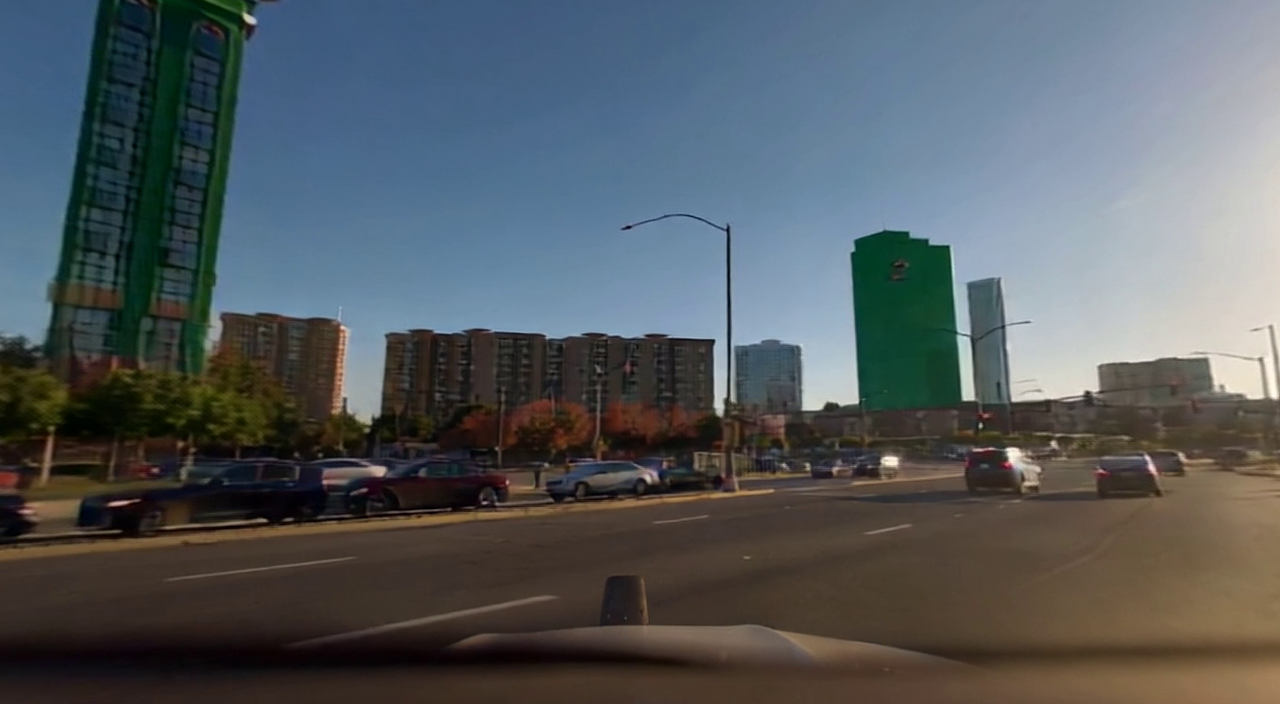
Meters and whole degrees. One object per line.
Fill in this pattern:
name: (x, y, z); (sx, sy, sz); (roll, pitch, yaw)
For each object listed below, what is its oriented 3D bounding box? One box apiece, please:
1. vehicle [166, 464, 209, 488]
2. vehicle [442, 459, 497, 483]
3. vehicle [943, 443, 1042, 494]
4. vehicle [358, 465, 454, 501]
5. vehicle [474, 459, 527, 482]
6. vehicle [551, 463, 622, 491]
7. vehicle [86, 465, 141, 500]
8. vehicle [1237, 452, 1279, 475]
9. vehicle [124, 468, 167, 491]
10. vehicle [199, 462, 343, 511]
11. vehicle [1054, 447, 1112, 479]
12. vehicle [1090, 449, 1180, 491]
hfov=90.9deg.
vehicle: (-33.126, 9.001, 46.095); (1.871, 1.550, 3.951); (8, -12, -44)
vehicle: (-12.097, 8.395, 44.635); (2.133, 1.494, 4.108); (7, -11, -41)
vehicle: (13.262, 4.278, 23.584); (2.031, 1.692, 4.284); (-9, -12, 44)
vehicle: (-12.096, 6.770, 32.777); (1.884, 1.575, 4.215); (-8, -12, 42)
vehicle: (-10.309, 8.708, 46.416); (2.113, 1.502, 3.990); (7, -11, -41)
vehicle: (-3.510, 8.263, 42.018); (1.875, 1.600, 4.604); (-8, -12, 42)
vehicle: (-26.356, 6.449, 31.480); (1.845, 1.509, 3.855); (7, -11, -41)
vehicle: (42.595, 7.612, 43.323); (1.981, 1.449, 4.533); (-8, -11, 41)
vehicle: (-34.680, 8.885, 44.159); (1.914, 1.424, 3.588); (8, -12, -43)
vehicle: (-16.392, 5.920, 28.204); (5.127, 1.803, 2.011); (8, -12, -44)
vehicle: (24.855, 6.169, 35.299); (4.011, 1.697, 1.857); (8, -12, -44)
vehicle: (19.536, 4.565, 24.783); (4.710, 1.444, 2.041); (8, -12, -44)
